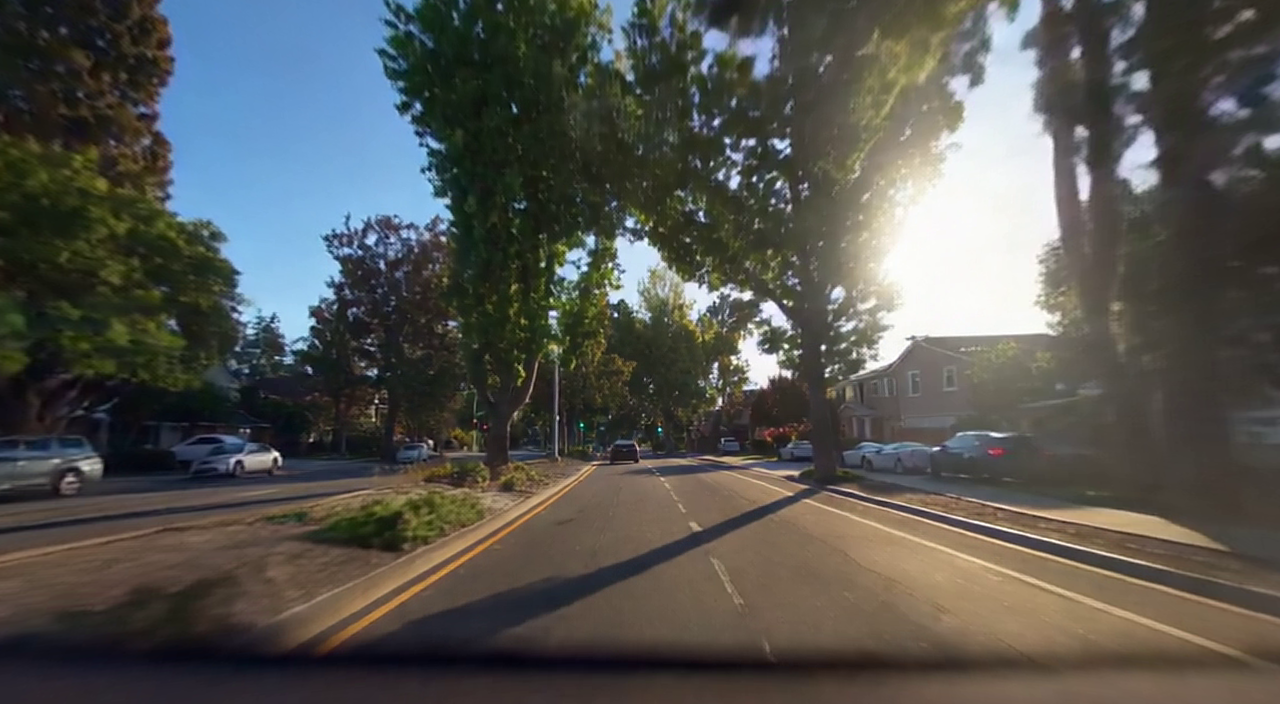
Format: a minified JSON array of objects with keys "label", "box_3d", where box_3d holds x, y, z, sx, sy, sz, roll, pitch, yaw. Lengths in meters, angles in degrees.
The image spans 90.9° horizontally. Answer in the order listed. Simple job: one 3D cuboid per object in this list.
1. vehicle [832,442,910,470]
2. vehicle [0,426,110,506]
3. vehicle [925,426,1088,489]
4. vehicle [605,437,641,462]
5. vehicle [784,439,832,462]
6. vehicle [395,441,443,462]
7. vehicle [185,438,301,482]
[{"label":"vehicle","box_3d":[11.389,5.152,31.497,2.015,1.231,4.748,0,-8,-2]},{"label":"vehicle","box_3d":[-15.074,2.572,14.285,2.042,1.748,4.584,0,-8,0]},{"label":"vehicle","box_3d":[11.526,3.355,20.413,2.147,1.767,5.125,0,-8,0]},{"label":"vehicle","box_3d":[-1.095,6.067,39.251,2.113,1.462,4.203,0,-8,-3]},{"label":"vehicle","box_3d":[11.190,6.610,42.298,1.839,1.445,4.484,0,-8,-2]},{"label":"vehicle","box_3d":[-15.919,7.179,45.626,2.070,1.469,4.524,1,-8,-3]},{"label":"vehicle","box_3d":[-15.205,4.144,24.419,1.884,1.540,3.927,0,-8,1]}]
